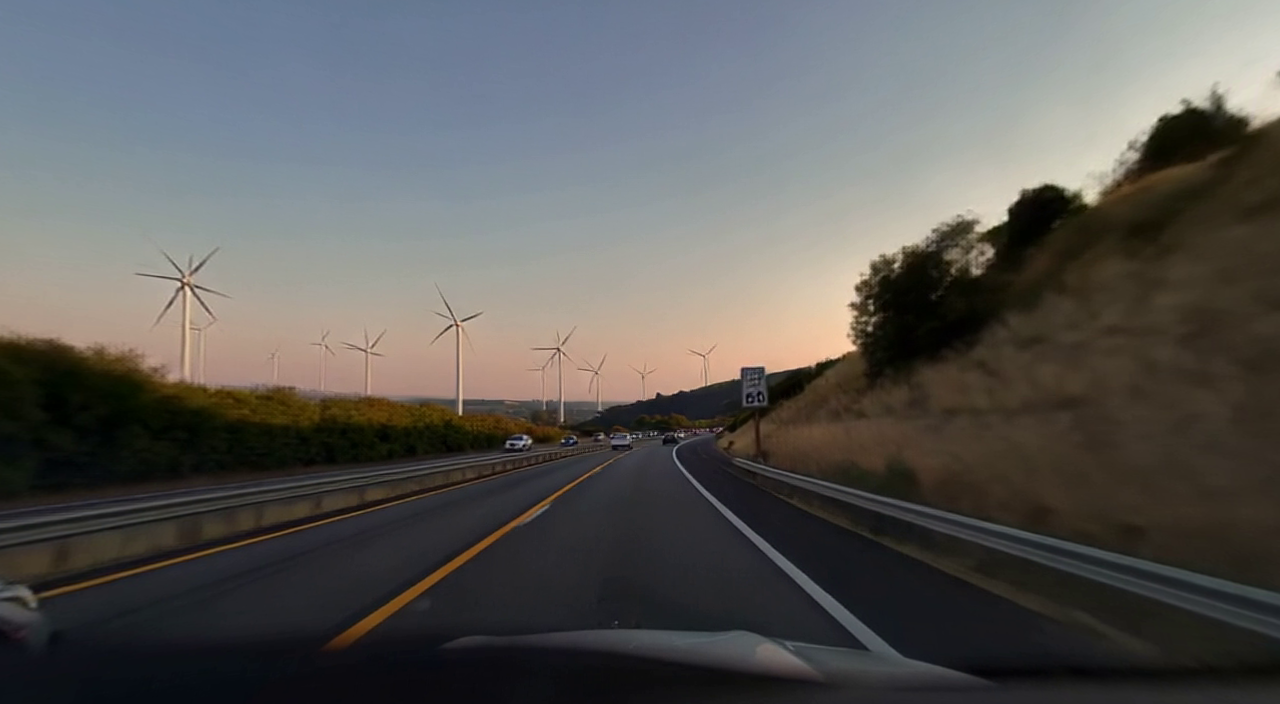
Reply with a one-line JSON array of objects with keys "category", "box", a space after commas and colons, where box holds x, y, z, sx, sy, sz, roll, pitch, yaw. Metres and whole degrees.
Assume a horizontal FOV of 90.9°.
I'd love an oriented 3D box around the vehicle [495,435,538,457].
[{"category": "vehicle", "box": [-9.013, 6.851, 46.185, 1.917, 1.475, 4.700, 0, -8, 4]}]
